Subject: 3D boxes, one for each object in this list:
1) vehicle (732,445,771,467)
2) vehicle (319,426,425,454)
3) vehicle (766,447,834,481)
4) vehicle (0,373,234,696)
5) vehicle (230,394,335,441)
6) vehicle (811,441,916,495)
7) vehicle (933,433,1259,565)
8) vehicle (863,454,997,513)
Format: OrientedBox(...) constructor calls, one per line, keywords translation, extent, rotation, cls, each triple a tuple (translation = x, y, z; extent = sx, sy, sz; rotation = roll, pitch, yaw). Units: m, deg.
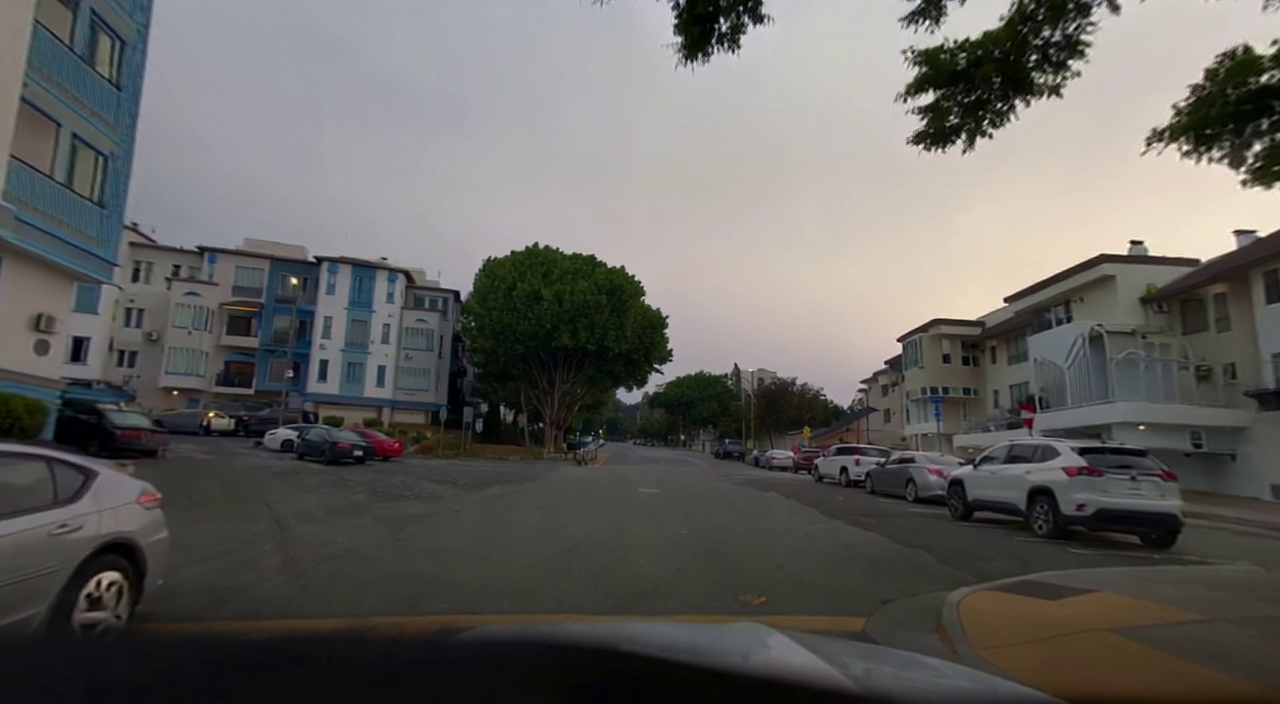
OrientedBox(translation=(7.738, 7.249, 44.255), extent=(1.901, 1.495, 4.340), rotation=(0, -8, 0), cls="vehicle")
OrientedBox(translation=(-13.580, 4.490, 32.249), extent=(4.603, 1.335, 1.889), rotation=(1, -9, -8), cls="vehicle")
OrientedBox(translation=(7.900, 5.565, 31.722), extent=(2.122, 1.554, 4.777), rotation=(0, -8, -1), cls="vehicle")
OrientedBox(translation=(-4.511, 0.914, 2.924), extent=(2.285, 1.712, 5.200), rotation=(1, -8, -7), cls="vehicle")
OrientedBox(translation=(-18.682, 3.426, 33.043), extent=(4.598, 1.645, 2.019), rotation=(8, -5, 20), cls="vehicle")
OrientedBox(translation=(7.923, 4.129, 22.961), extent=(1.917, 1.704, 4.840), rotation=(0, -8, -2), cls="vehicle")
OrientedBox(translation=(7.505, 2.411, 11.346), extent=(2.181, 1.792, 5.066), rotation=(0, -8, 2), cls="vehicle")
OrientedBox(translation=(7.820, 3.546, 17.528), extent=(1.900, 1.368, 4.176), rotation=(-1, -8, 3), cls="vehicle")
